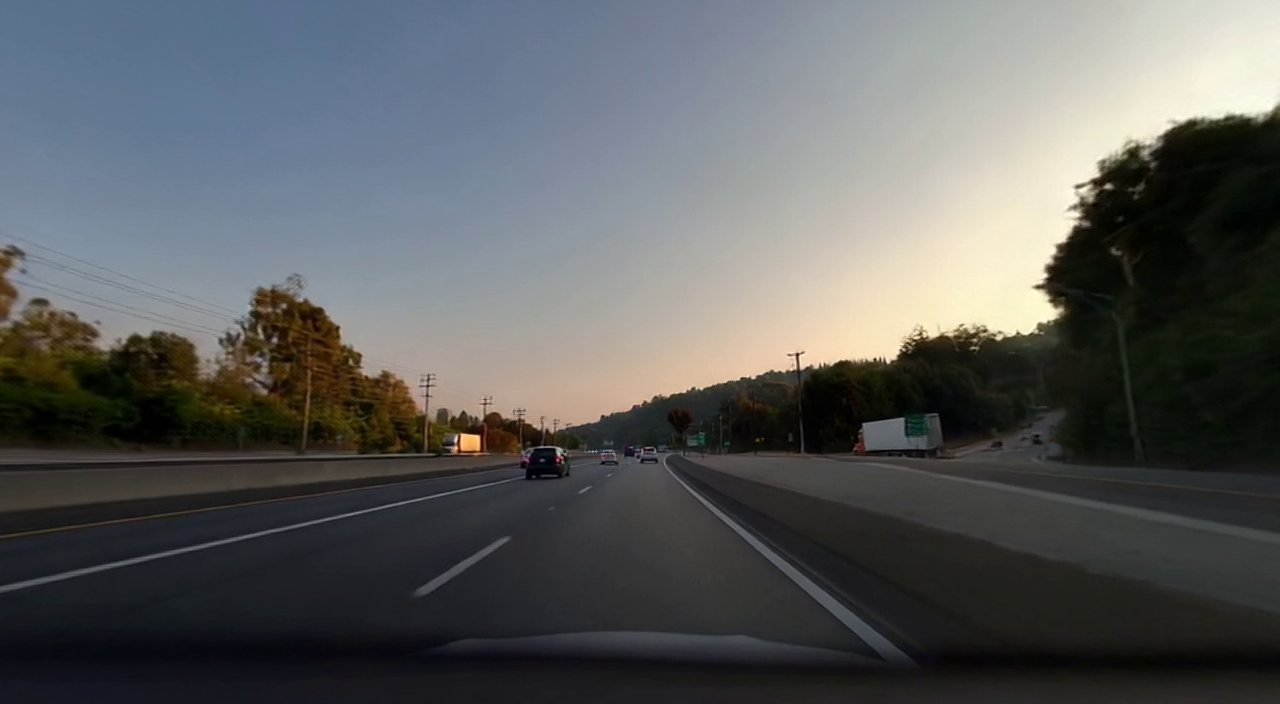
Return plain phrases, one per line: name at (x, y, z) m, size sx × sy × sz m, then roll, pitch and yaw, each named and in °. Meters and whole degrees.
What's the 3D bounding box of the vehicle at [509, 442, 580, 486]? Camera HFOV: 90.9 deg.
vehicle at (-4.009, 4.797, 27.247) m, size 2.263 × 1.696 × 4.321 m, roll 0°, pitch -9°, yaw 1°
